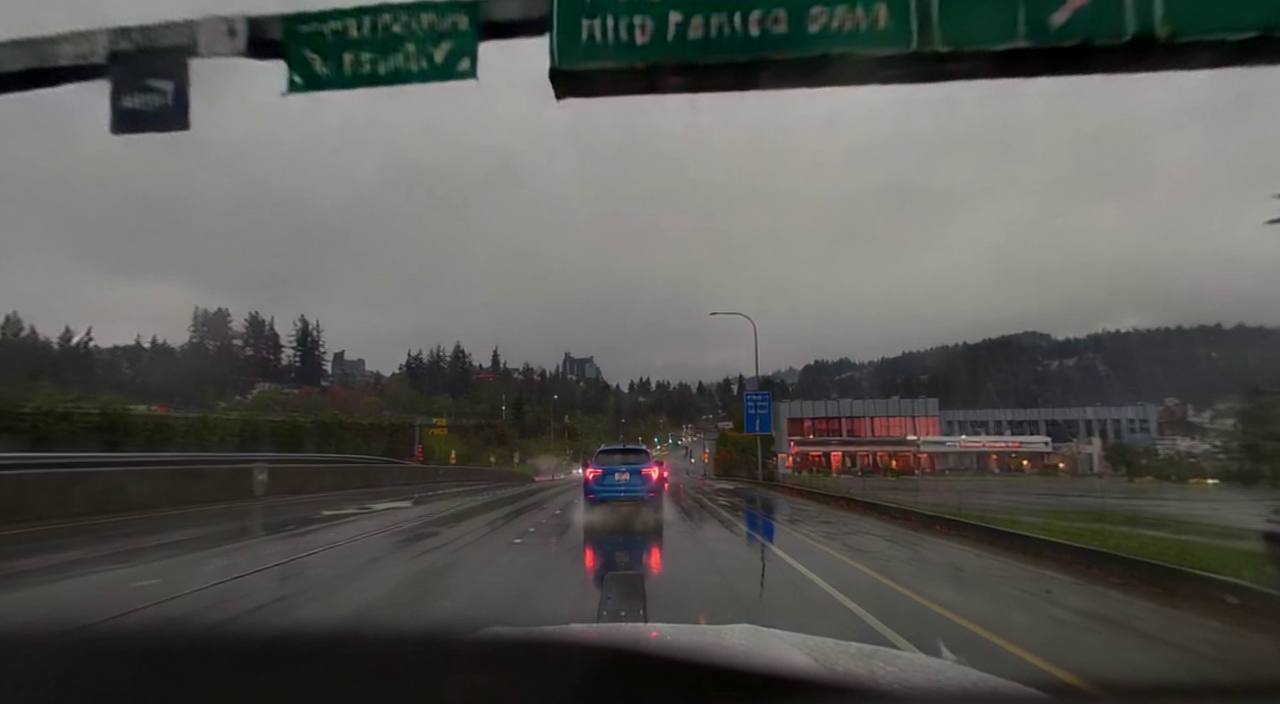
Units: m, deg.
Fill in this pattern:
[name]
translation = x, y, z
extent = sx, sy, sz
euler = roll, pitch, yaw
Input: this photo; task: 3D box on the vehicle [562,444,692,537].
[vehicle]
translation = -0.219, 2.510, 12.054
extent = 2.063, 1.442, 3.933
euler = 0, -9, 0
